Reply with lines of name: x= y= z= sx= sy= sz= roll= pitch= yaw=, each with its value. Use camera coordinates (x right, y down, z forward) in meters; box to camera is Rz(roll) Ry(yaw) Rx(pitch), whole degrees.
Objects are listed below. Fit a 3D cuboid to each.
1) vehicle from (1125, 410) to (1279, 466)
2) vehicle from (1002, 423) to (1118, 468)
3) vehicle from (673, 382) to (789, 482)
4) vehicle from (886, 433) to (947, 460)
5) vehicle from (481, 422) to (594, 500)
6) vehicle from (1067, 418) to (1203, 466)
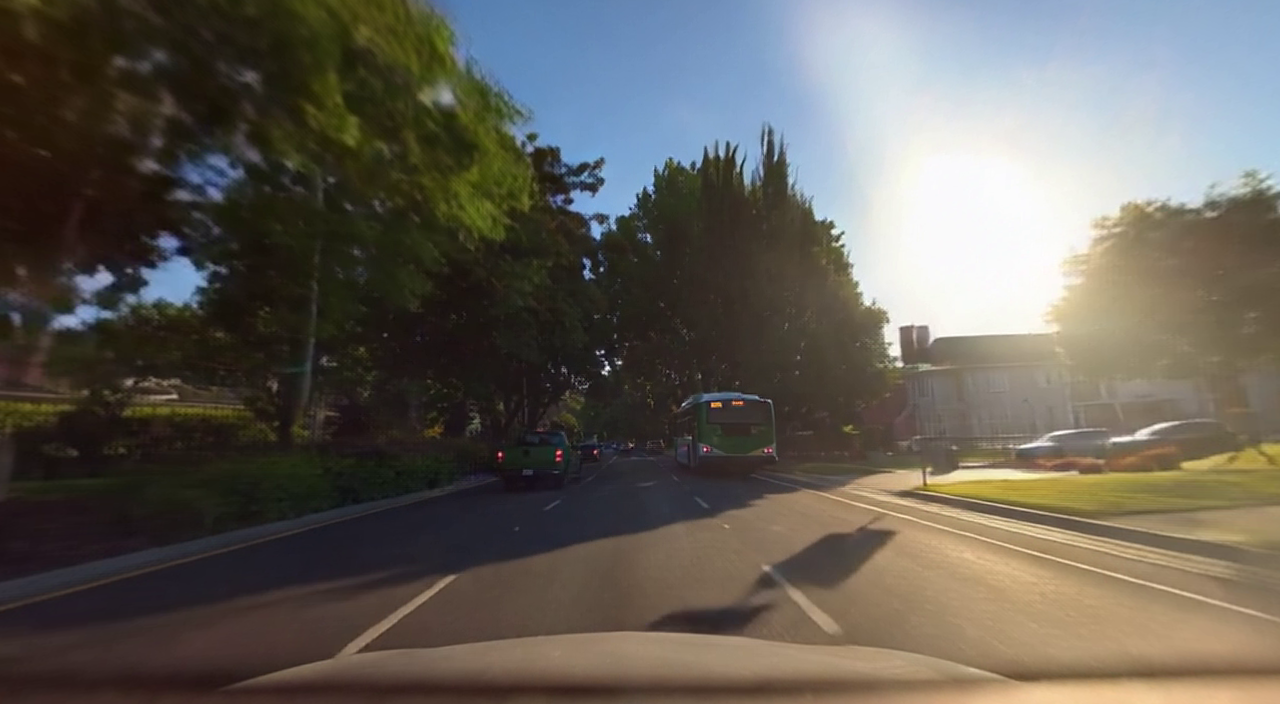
vehicle: x=21.890 y=3.375 z=24.596 sx=2.152 sy=1.945 sz=4.827 roll=0 pitch=-8 yaw=2
vehicle: x=16.642 y=3.741 z=25.266 sx=1.972 sy=1.648 sz=4.016 roll=-1 pitch=-8 yaw=2
vehicle: x=3.336 y=3.559 z=27.156 sx=3.059 sy=3.264 sz=12.623 roll=0 pitch=-8 yaw=0
vehicle: x=16.421 y=5.694 z=37.672 sx=1.797 sy=1.455 sz=4.342 roll=-2 pitch=-9 yaw=3
vehicle: x=-2.652 y=2.997 z=17.742 sx=2.074 sy=1.849 sz=5.137 roll=-1 pitch=-8 yaw=3
vehicle: x=19.253 y=3.556 z=24.810 sx=2.062 sy=1.683 sz=4.209 roll=-1 pitch=-8 yaw=3
